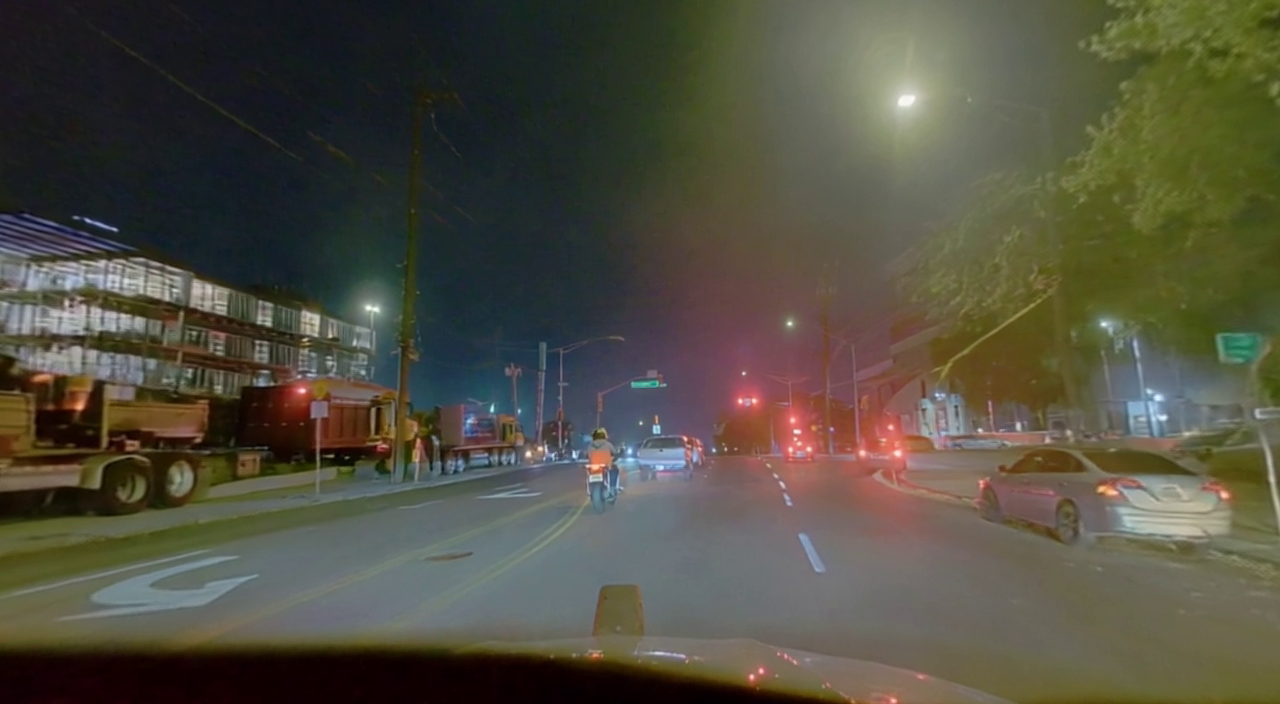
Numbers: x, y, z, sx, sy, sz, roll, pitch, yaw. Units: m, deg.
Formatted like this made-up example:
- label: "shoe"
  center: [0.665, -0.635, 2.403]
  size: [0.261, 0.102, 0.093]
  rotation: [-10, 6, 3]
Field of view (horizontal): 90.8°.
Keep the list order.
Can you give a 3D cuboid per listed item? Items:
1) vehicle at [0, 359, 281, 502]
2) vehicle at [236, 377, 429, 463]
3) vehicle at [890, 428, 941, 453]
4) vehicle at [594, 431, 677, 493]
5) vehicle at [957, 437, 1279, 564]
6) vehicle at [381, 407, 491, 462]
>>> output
- label: "vehicle"
  center: [-15.013, 2.385, 18.500]
  size: [2.990, 3.144, 9.080]
  rotation: [-1, -8, 5]
- label: "vehicle"
  center: [-13.702, 3.392, 29.720]
  size: [2.996, 3.170, 10.153]
  rotation: [-5, -9, 7]
- label: "vehicle"
  center: [20.240, 6.580, 46.630]
  size: [1.918, 1.732, 4.650]
  rotation: [-1, -8, 5]
- label: "vehicle"
  center: [-0.008, 3.164, 18.527]
  size: [1.925, 1.602, 4.090]
  rotation: [-1, -8, 7]
- label: "vehicle"
  center: [6.869, 2.077, 9.732]
  size: [1.973, 1.457, 4.522]
  rotation: [-1, -8, 6]
- label: "vehicle"
  center: [-12.734, 5.170, 40.956]
  size: [2.970, 2.938, 11.622]
  rotation: [-3, -6, 2]
